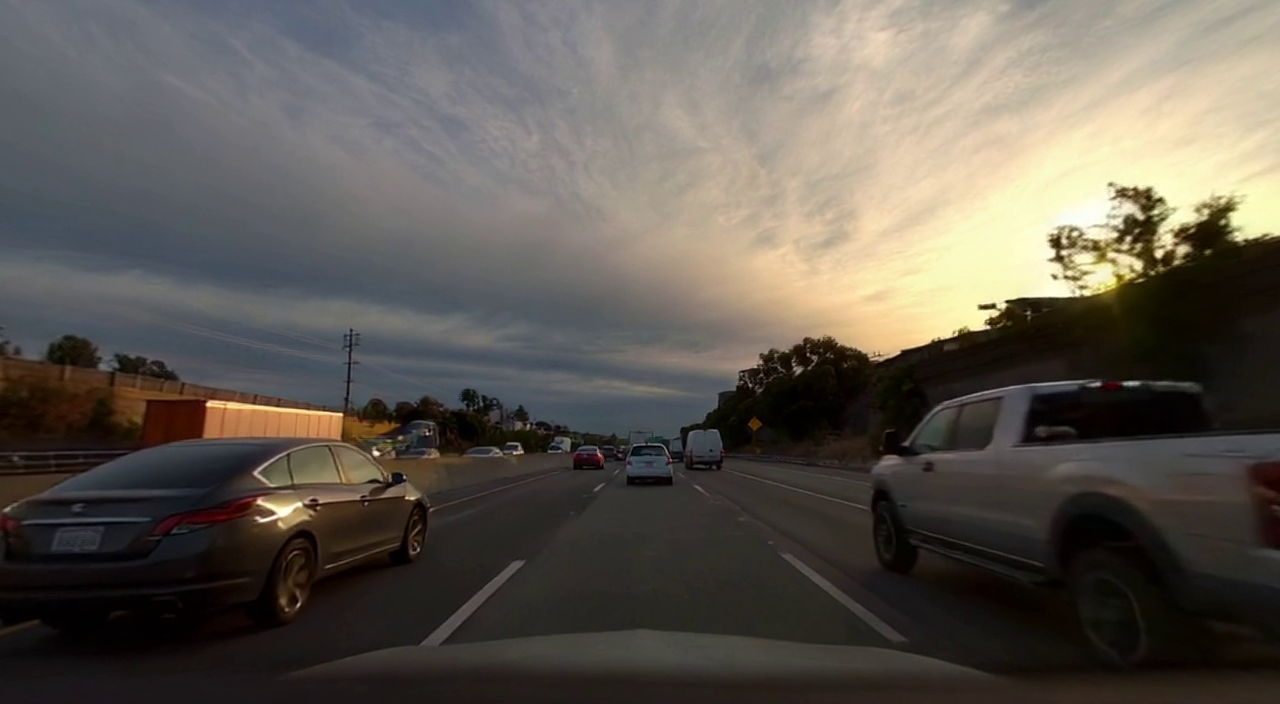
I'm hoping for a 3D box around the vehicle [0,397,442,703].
[{"bbox_3d":[-3.353,1.352,5.243,1.956,1.602,4.258,0,-9,1],"label":"vehicle"}]

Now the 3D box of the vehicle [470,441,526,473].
[{"bbox_3d":[-8.358,6.220,37.407,2.168,1.749,4.698,0,-9,1],"label":"vehicle"}]

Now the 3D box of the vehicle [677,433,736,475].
[{"bbox_3d":[3.508,5.547,34.370,2.460,2.086,5.576,0,-9,-1],"label":"vehicle"}]

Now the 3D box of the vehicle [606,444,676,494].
[{"bbox_3d":[0.034,3.757,20.593,2.053,1.461,3.941,0,-9,0],"label":"vehicle"}]

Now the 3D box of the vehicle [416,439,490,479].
[{"bbox_3d":[-8.915,5.134,30.516,2.187,1.776,4.518,0,-9,0],"label":"vehicle"}]

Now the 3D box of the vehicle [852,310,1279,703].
[{"bbox_3d":[3.397,1.020,4.050,2.196,1.773,5.352,0,-9,0],"label":"vehicle"}]

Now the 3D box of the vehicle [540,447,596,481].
[{"bbox_3d":[-3.298,5.194,29.506,2.062,1.459,4.365,0,-9,1],"label":"vehicle"}]
